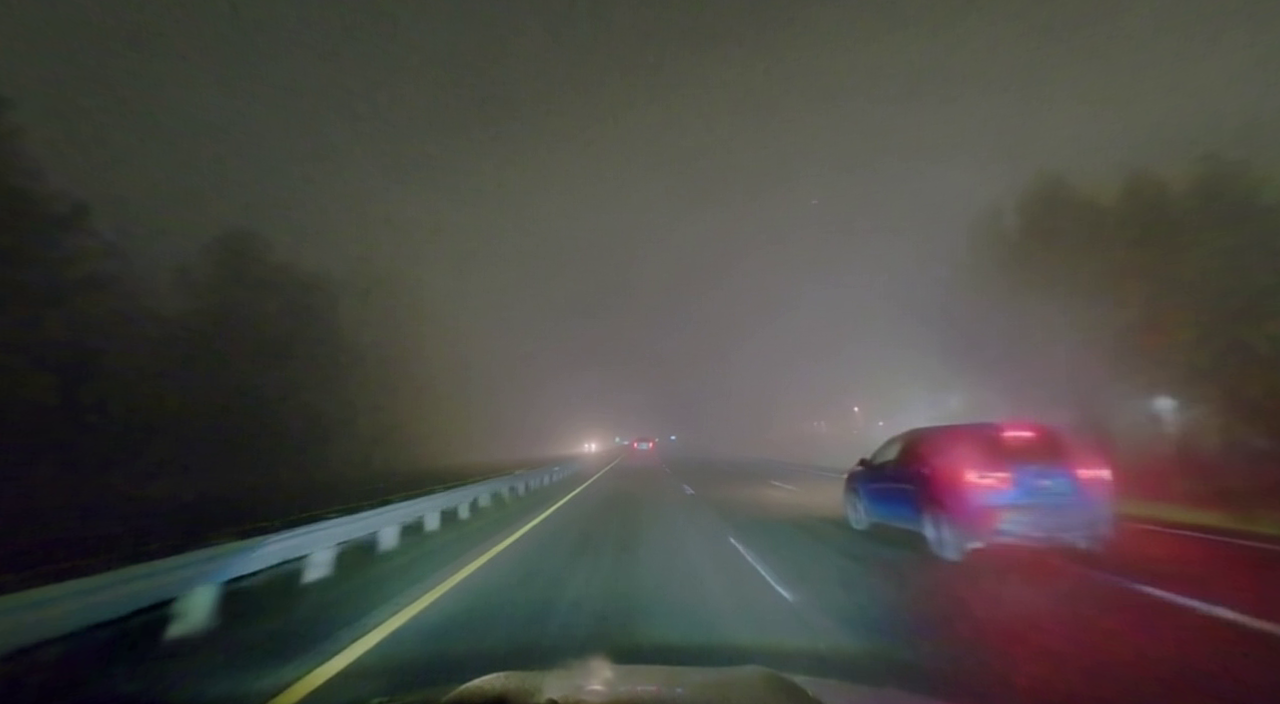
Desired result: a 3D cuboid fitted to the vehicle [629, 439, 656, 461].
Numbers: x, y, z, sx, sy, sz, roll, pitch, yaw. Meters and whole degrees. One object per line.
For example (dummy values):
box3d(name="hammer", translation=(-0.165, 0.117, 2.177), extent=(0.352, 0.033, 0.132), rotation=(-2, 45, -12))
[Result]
box3d(name="vehicle", translation=(0.196, 7.404, 47.789), extent=(2.009, 1.554, 4.013), rotation=(0, -8, 1))

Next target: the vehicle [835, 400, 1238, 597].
box3d(name="vehicle", translation=(3.895, 1.497, 7.261), extent=(2.037, 1.609, 4.036), rotation=(0, -8, 1))
